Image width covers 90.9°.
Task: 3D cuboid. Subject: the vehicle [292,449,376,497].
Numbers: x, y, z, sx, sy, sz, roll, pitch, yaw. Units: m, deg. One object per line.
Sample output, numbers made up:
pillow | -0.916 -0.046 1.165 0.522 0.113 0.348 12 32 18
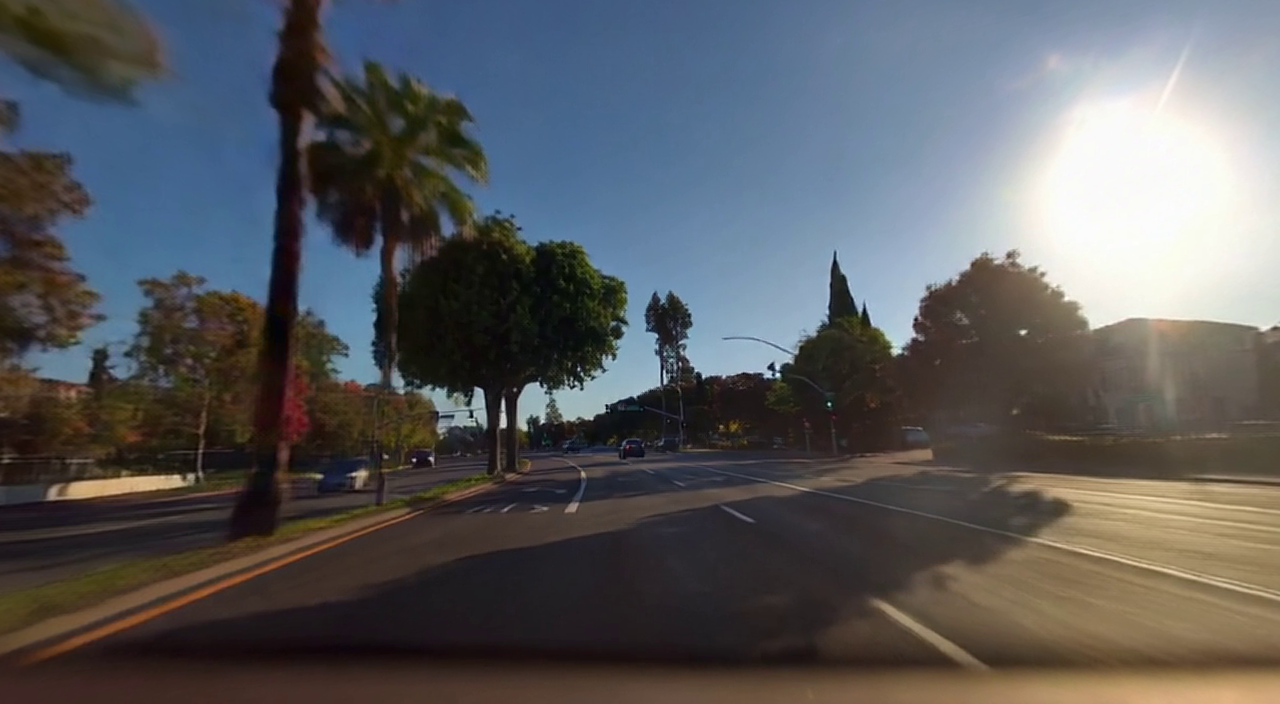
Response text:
vehicle | -14.258 5.603 29.657 2.124 1.844 4.520 -4 -8 -6
